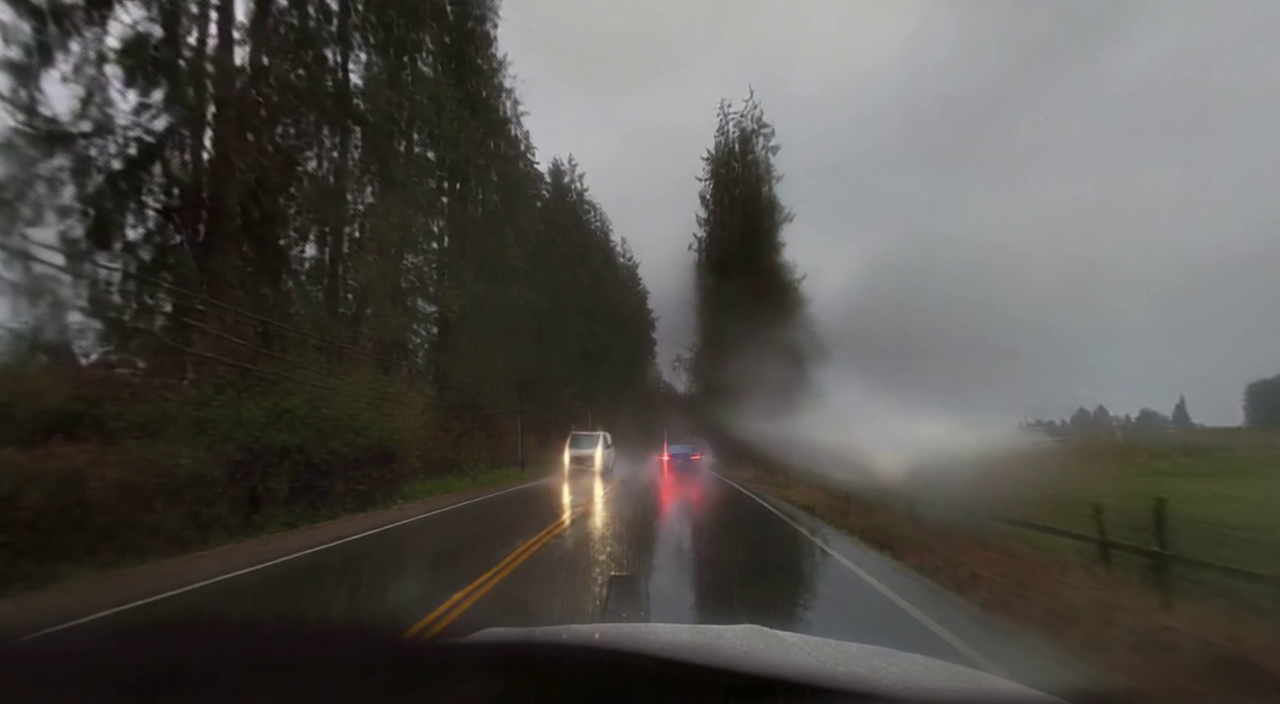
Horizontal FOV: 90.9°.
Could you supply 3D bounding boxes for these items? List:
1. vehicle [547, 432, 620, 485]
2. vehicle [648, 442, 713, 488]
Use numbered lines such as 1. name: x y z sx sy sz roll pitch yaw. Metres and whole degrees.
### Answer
1. vehicle: -2.188 4.296 25.749 2.291 1.975 4.308 -1 -8 4
2. vehicle: 1.507 4.311 24.406 2.274 1.583 4.349 0 -8 3
